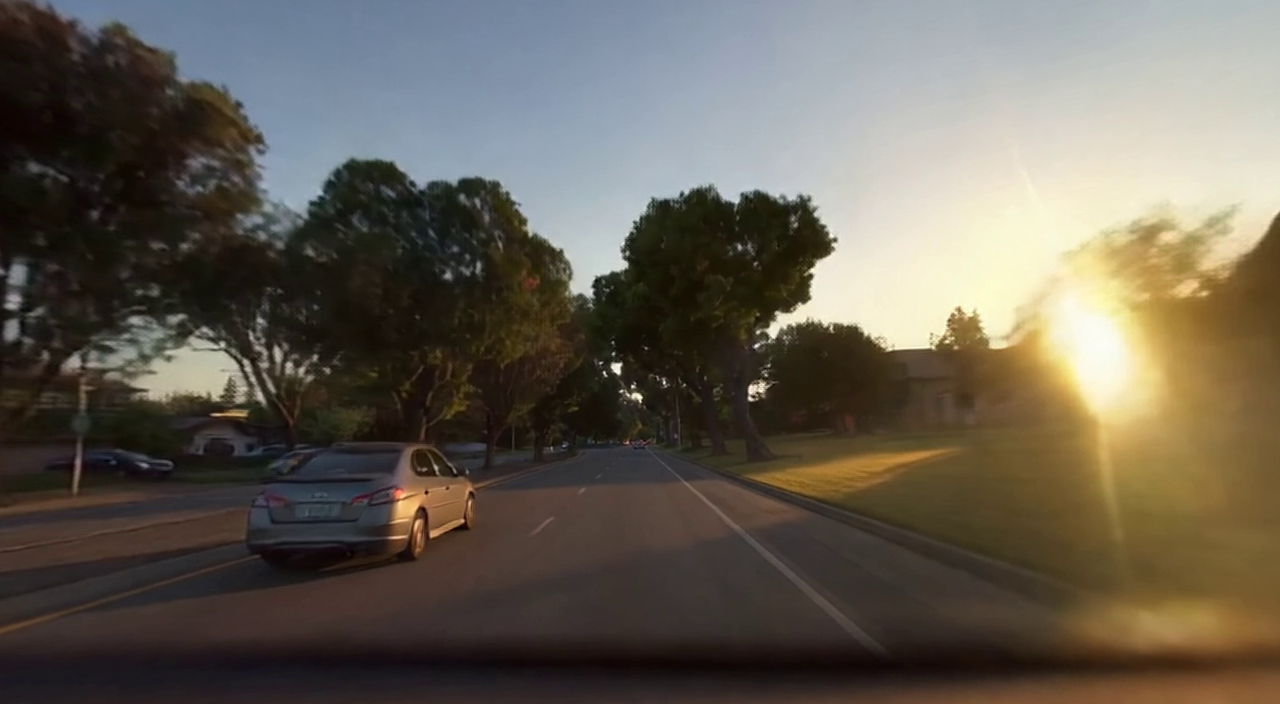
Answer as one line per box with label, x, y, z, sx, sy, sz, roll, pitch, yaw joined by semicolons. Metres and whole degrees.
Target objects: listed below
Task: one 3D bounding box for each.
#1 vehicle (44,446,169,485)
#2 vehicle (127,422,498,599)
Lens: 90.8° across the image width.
vehicle;-24.590;5.222;29.204;4.338;1.716;1.869;-2;-9;9
vehicle;-3.338;1.711;7.875;2.020;1.478;4.890;0;-8;0
